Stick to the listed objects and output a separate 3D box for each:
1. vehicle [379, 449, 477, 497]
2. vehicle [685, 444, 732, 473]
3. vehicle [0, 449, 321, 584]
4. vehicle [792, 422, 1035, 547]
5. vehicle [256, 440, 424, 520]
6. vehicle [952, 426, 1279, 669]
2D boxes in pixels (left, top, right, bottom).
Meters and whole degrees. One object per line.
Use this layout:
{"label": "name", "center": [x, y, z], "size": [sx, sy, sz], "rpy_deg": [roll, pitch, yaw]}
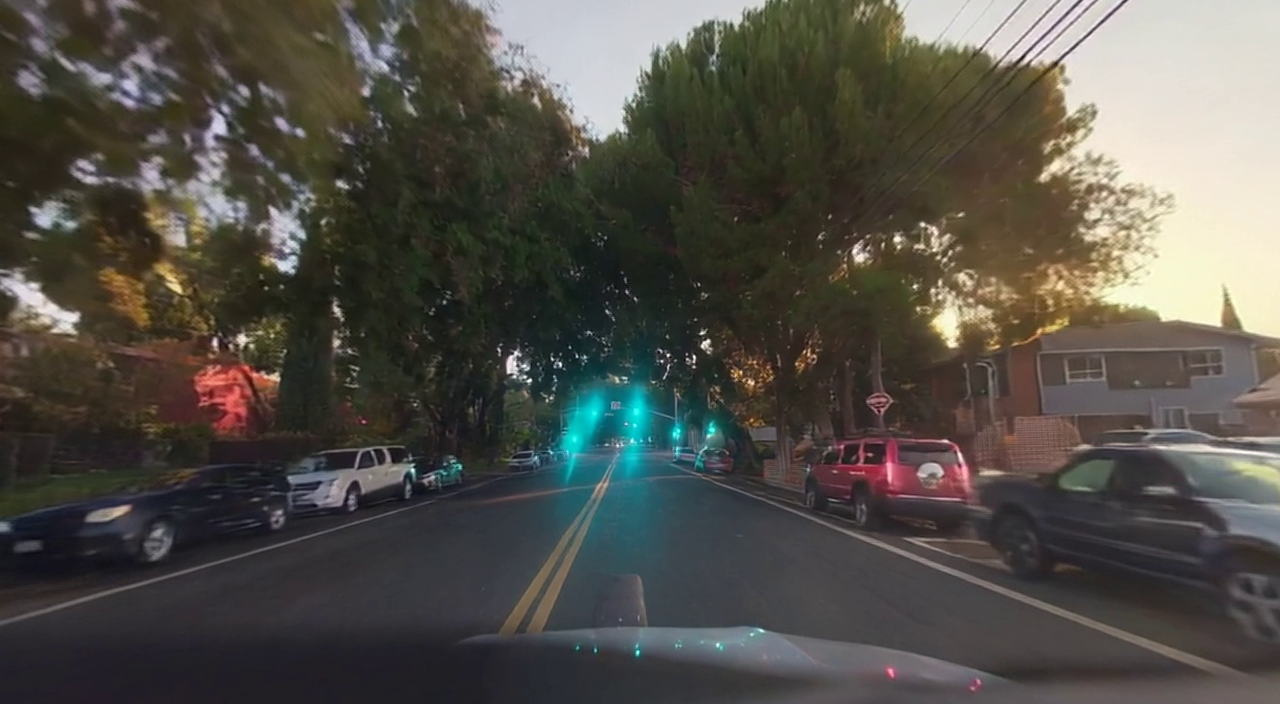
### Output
{"label": "vehicle", "center": [-7.170, 4.105, 21.895], "size": [1.954, 1.430, 4.395], "rpy_deg": [0, -8, -1]}
{"label": "vehicle", "center": [3.884, 6.132, 36.598], "size": [1.955, 1.536, 4.395], "rpy_deg": [1, -9, -4]}
{"label": "vehicle", "center": [-6.804, 2.190, 9.381], "size": [1.811, 1.454, 4.610], "rpy_deg": [0, -8, -1]}
{"label": "vehicle", "center": [4.331, 2.162, 11.010], "size": [1.992, 1.703, 4.503], "rpy_deg": [0, -9, -3]}
{"label": "vehicle", "center": [-7.221, 3.085, 15.843], "size": [2.092, 1.706, 4.356], "rpy_deg": [0, -8, -1]}
{"label": "vehicle", "center": [4.764, 1.385, 5.131], "size": [1.830, 1.477, 4.684], "rpy_deg": [0, -8, -3]}
